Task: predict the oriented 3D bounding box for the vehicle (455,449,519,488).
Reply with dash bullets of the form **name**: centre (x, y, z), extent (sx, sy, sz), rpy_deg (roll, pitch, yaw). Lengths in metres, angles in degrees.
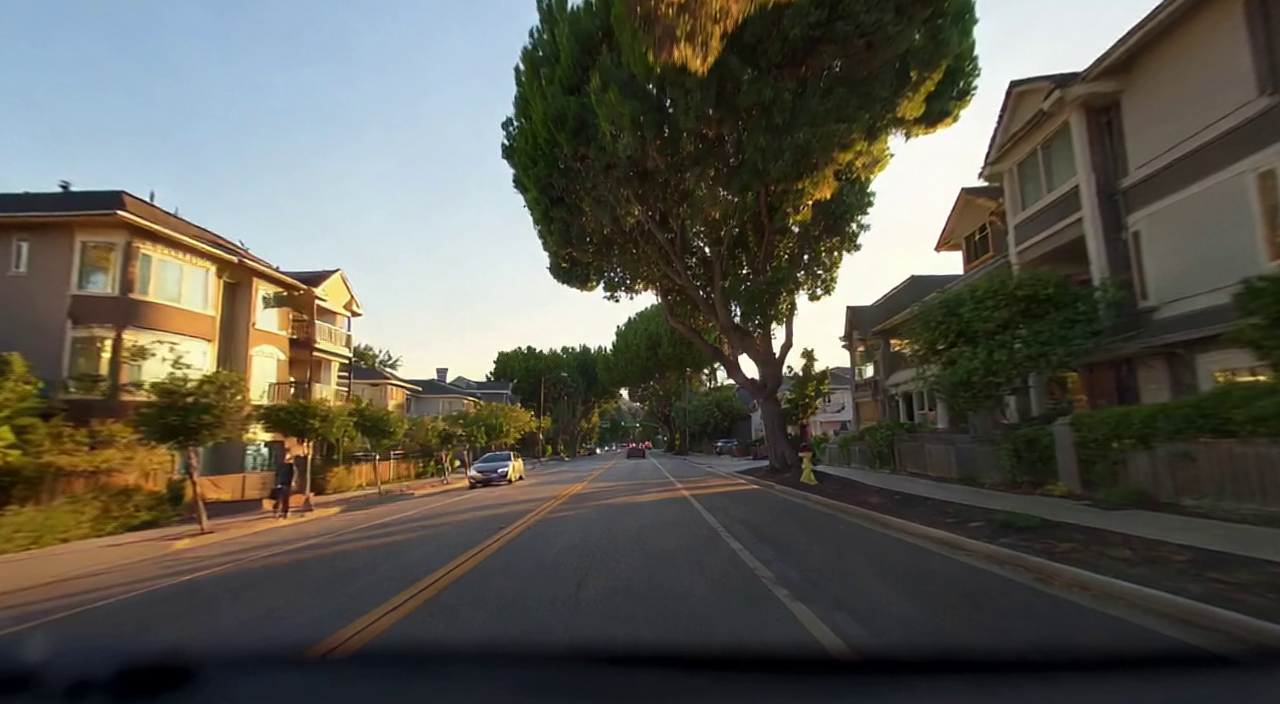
- **vehicle**: centre (-7.362, 5.620, 30.822), extent (2.010, 1.553, 4.312), rpy_deg (-4, -9, 0)
